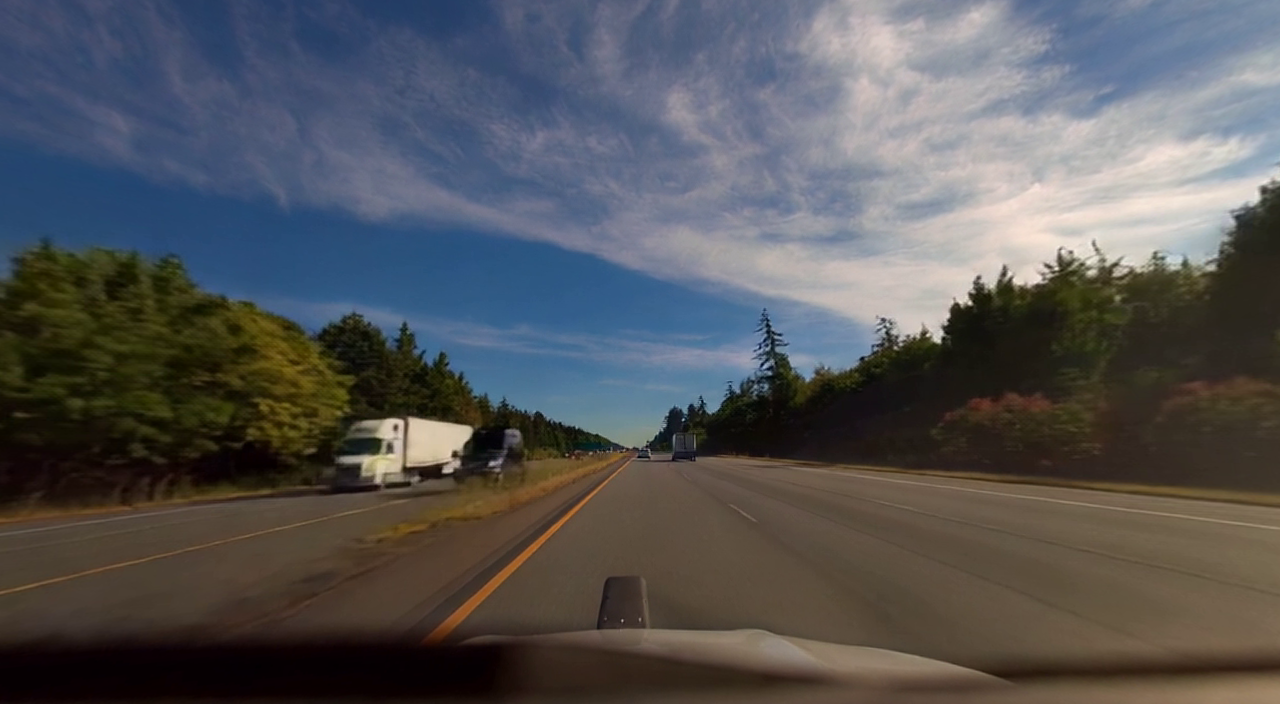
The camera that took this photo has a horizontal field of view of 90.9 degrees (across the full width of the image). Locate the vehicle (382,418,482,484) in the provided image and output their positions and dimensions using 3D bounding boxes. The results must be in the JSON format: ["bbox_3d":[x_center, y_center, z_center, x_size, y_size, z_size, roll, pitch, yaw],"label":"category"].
[{"bbox_3d":[-13.044,6.405,40.797,2.950,3.735,9.889,0,-9,1],"label":"vehicle"}]

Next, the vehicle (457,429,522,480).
[{"bbox_3d":[-8.507,5.879,36.289,2.278,2.697,5.610,0,-9,0],"label":"vehicle"}]
